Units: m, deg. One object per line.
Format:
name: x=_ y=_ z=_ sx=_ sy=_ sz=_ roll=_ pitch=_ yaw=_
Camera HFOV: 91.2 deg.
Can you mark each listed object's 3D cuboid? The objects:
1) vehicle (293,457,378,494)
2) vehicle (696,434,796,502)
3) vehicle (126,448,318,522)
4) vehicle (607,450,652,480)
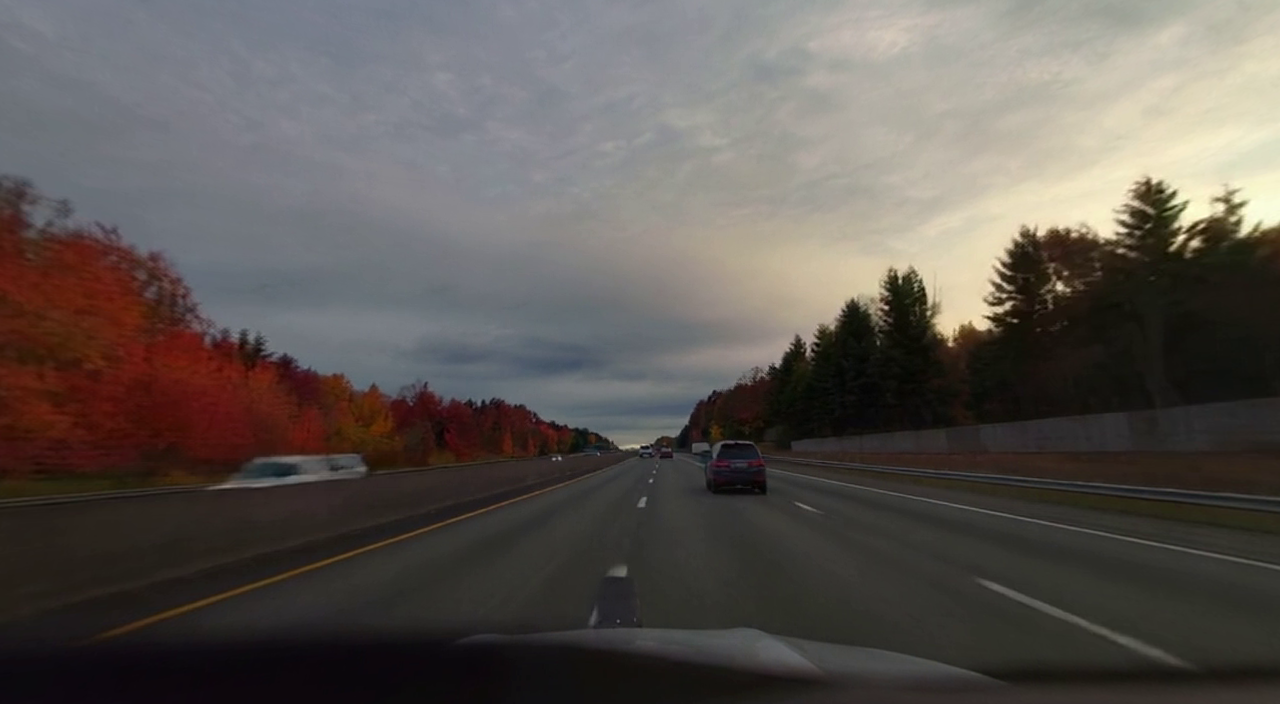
vehicle: x=-15.126 y=6.116 z=31.400 sx=1.938 sy=1.618 sz=4.309 roll=-1 pitch=-9 yaw=2
vehicle: x=2.920 y=3.330 z=18.387 sx=2.250 sy=1.718 sz=4.358 roll=-1 pitch=-9 yaw=1
vehicle: x=-10.788 y=3.415 z=16.659 sx=1.996 sy=1.663 sz=4.278 roll=-1 pitch=-9 yaw=2
vehicle: x=-0.453 y=5.703 z=31.829 sx=2.037 sy=1.418 sz=3.793 roll=-1 pitch=-9 yaw=3
